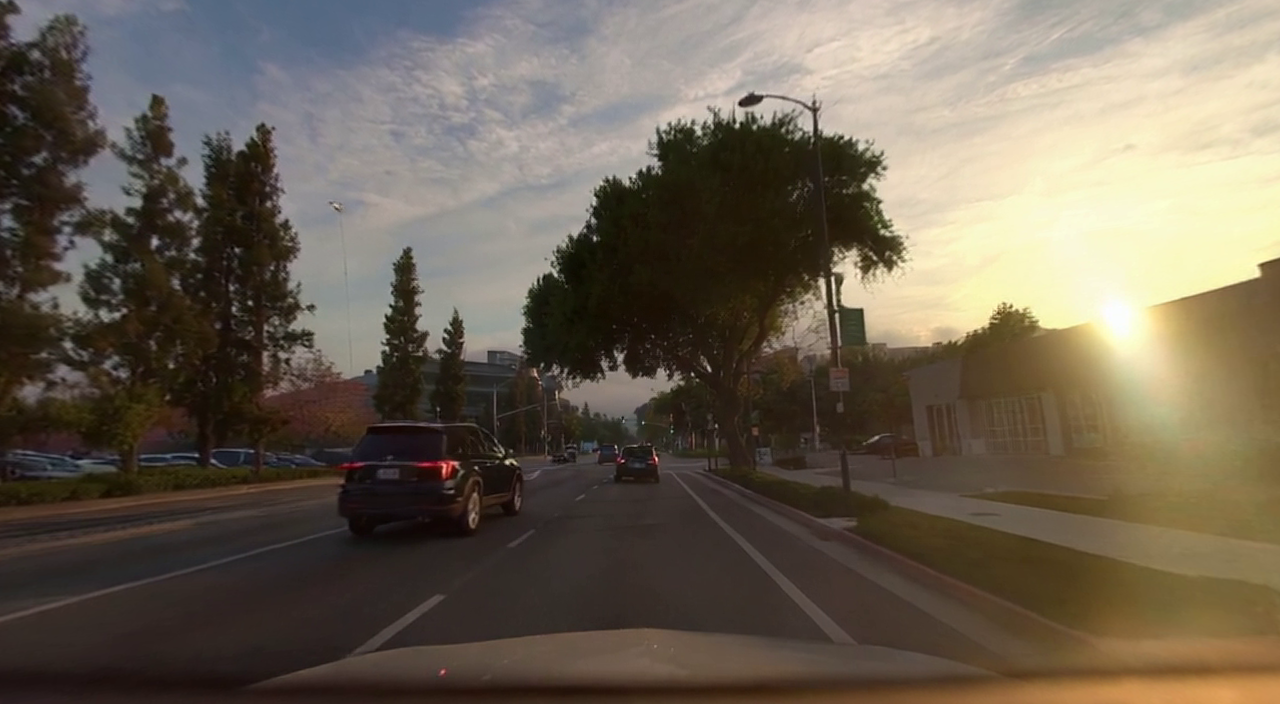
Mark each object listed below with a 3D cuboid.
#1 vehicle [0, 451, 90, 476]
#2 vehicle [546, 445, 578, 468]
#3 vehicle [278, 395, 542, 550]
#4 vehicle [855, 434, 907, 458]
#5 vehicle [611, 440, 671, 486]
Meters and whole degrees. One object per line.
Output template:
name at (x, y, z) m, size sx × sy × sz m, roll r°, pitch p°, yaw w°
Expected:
vehicle at (-30.804, 5.513, 31.285) m, size 2.200 × 1.117 × 4.928 m, roll -2°, pitch -9°, yaw 10°
vehicle at (-6.083, 8.184, 49.533) m, size 1.906 × 1.705 × 4.024 m, roll 0°, pitch -9°, yaw 2°
vehicle at (-3.431, 1.988, 11.000) m, size 2.358 × 1.990 × 5.447 m, roll 0°, pitch -9°, yaw 2°
vehicle at (17.508, 6.860, 45.929) m, size 1.856 × 1.491 × 4.209 m, roll -4°, pitch -8°, yaw -3°
vehicle at (0.086, 4.257, 24.481) m, size 2.108 × 1.612 × 4.246 m, roll 0°, pitch -9°, yaw 1°
